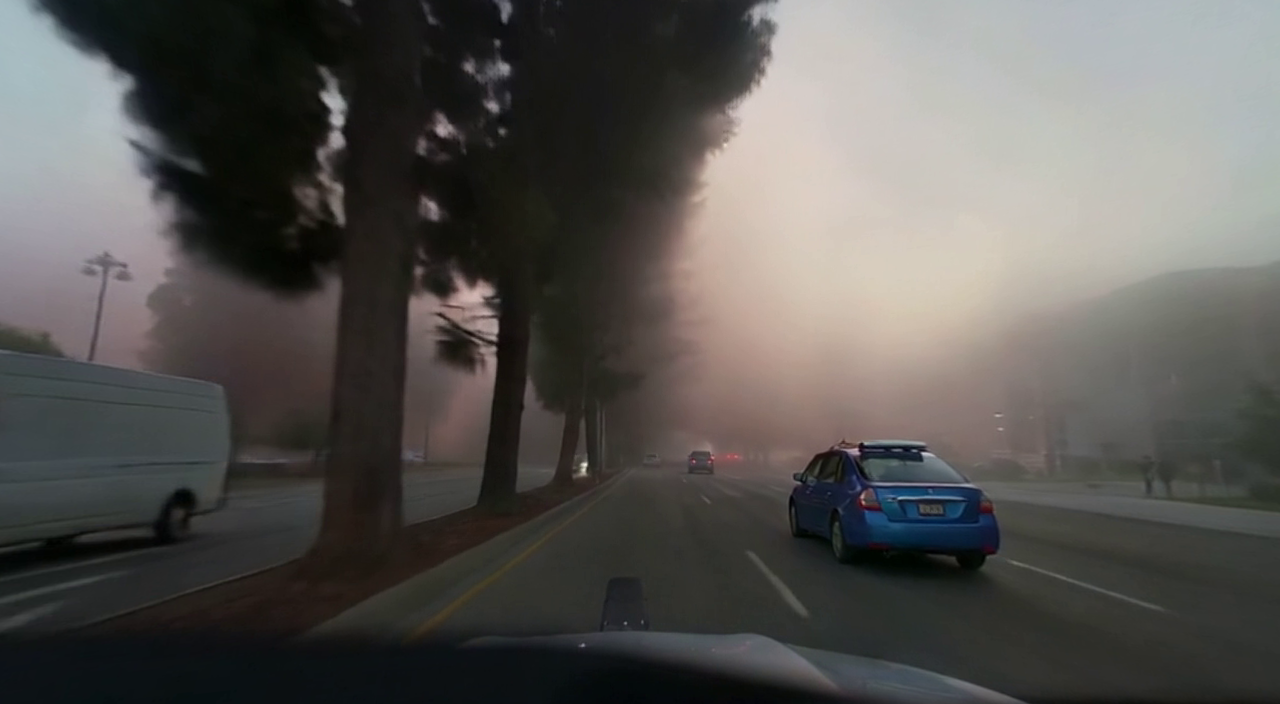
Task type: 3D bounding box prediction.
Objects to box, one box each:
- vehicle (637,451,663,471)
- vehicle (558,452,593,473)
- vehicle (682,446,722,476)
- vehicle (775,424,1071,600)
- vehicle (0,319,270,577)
[{"bbox_3d":[0.813,8.568,49.847,1.991,1.477,3.814,0,-9,1],"label":"vehicle"},{"bbox_3d":[-4.753,8.201,46.979,1.953,1.462,4.297,0,-9,3],"label":"vehicle"},{"bbox_3d":[4.042,7.175,41.789,2.154,1.844,4.634,0,-9,0],"label":"vehicle"},{"bbox_3d":[3.106,1.822,8.001,1.901,1.634,3.952,0,-9,0],"label":"vehicle"},{"bbox_3d":[-8.497,1.291,8.606,2.524,2.885,6.868,1,-9,1],"label":"vehicle"}]
